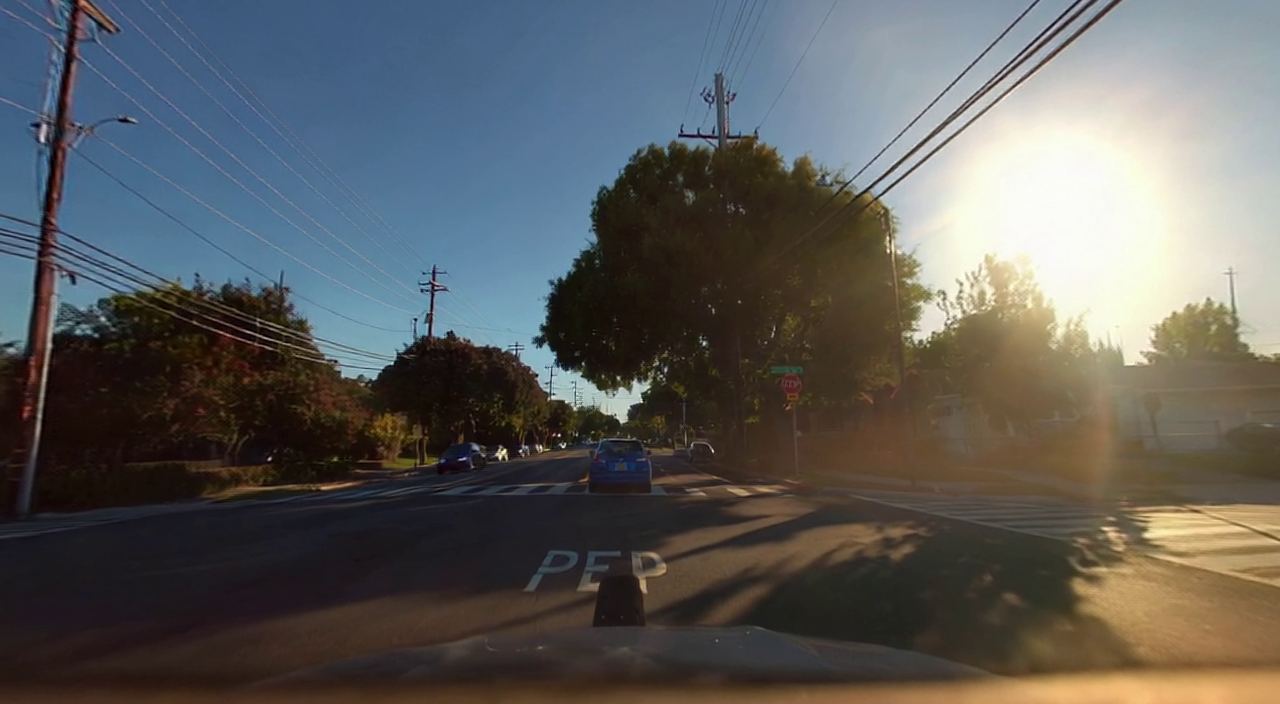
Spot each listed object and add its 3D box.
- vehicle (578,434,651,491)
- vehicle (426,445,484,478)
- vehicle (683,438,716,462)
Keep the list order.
[{"bbox_3d":[-0.661,3.148,18.258,1.877,1.448,3.830,0,-9,0],"label":"vehicle"},{"bbox_3d":[-9.152,5.434,31.559,1.934,1.506,4.032,1,-9,-4],"label":"vehicle"},{"bbox_3d":[4.440,7.413,47.740,2.101,1.744,4.466,0,-9,1],"label":"vehicle"}]
